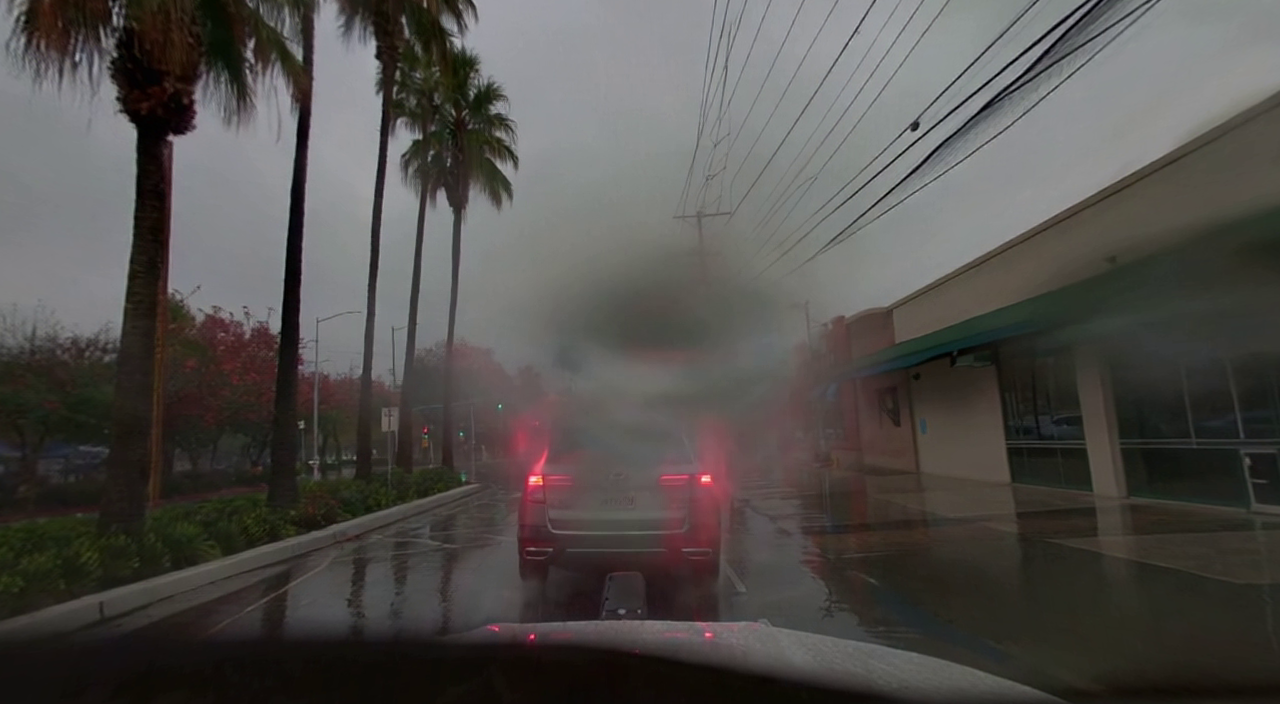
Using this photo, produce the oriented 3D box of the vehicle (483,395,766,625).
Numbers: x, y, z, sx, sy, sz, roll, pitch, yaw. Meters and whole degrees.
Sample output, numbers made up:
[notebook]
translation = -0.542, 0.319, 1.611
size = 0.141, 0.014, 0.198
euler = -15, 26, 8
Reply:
[vehicle]
translation = -0.200, 1.449, 6.683
size = 2.105, 1.702, 3.750
euler = 0, -8, -3
